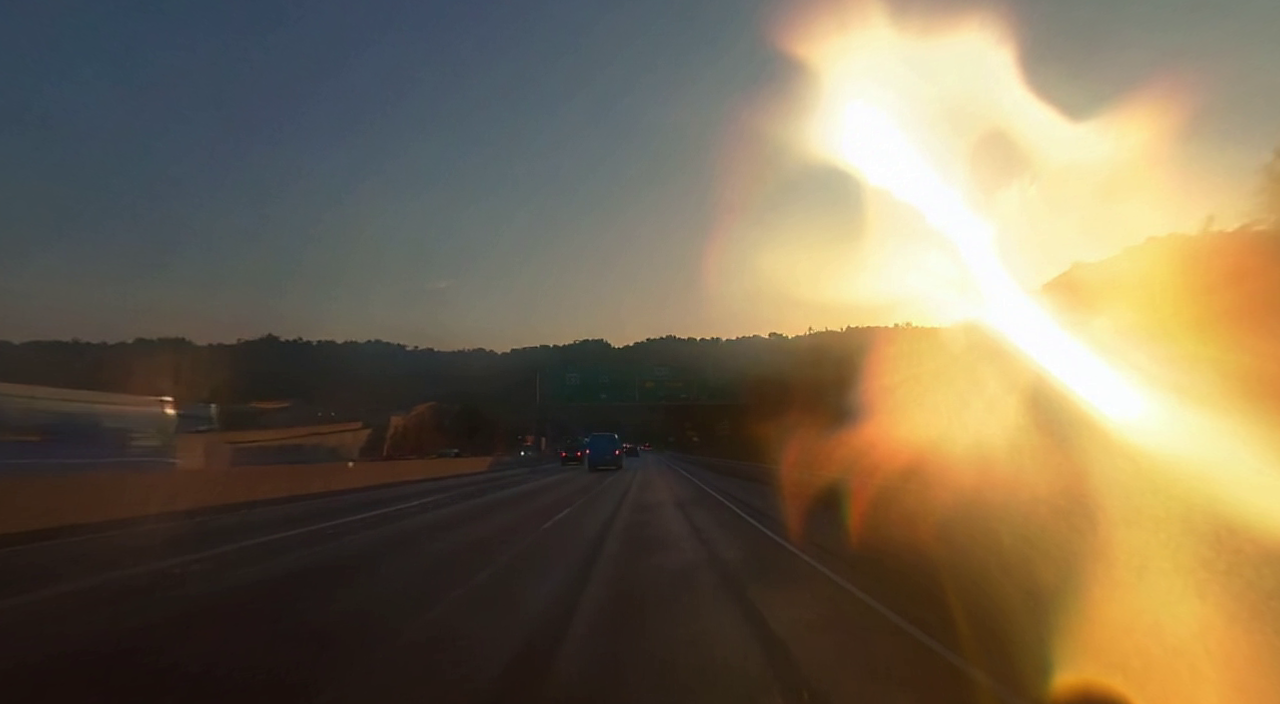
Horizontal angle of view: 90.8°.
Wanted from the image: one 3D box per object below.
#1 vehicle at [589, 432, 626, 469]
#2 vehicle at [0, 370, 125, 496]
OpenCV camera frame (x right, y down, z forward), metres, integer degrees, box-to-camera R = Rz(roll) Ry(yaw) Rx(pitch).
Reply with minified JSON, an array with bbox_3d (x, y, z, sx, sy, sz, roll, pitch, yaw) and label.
[{"bbox_3d":[-2.308,7.318,46.814,2.437,2.565,5.829,0,-9,0],"label":"vehicle"},{"bbox_3d":[-23.332,2.451,19.309,3.561,4.188,13.676,-1,-9,0],"label":"vehicle"}]
